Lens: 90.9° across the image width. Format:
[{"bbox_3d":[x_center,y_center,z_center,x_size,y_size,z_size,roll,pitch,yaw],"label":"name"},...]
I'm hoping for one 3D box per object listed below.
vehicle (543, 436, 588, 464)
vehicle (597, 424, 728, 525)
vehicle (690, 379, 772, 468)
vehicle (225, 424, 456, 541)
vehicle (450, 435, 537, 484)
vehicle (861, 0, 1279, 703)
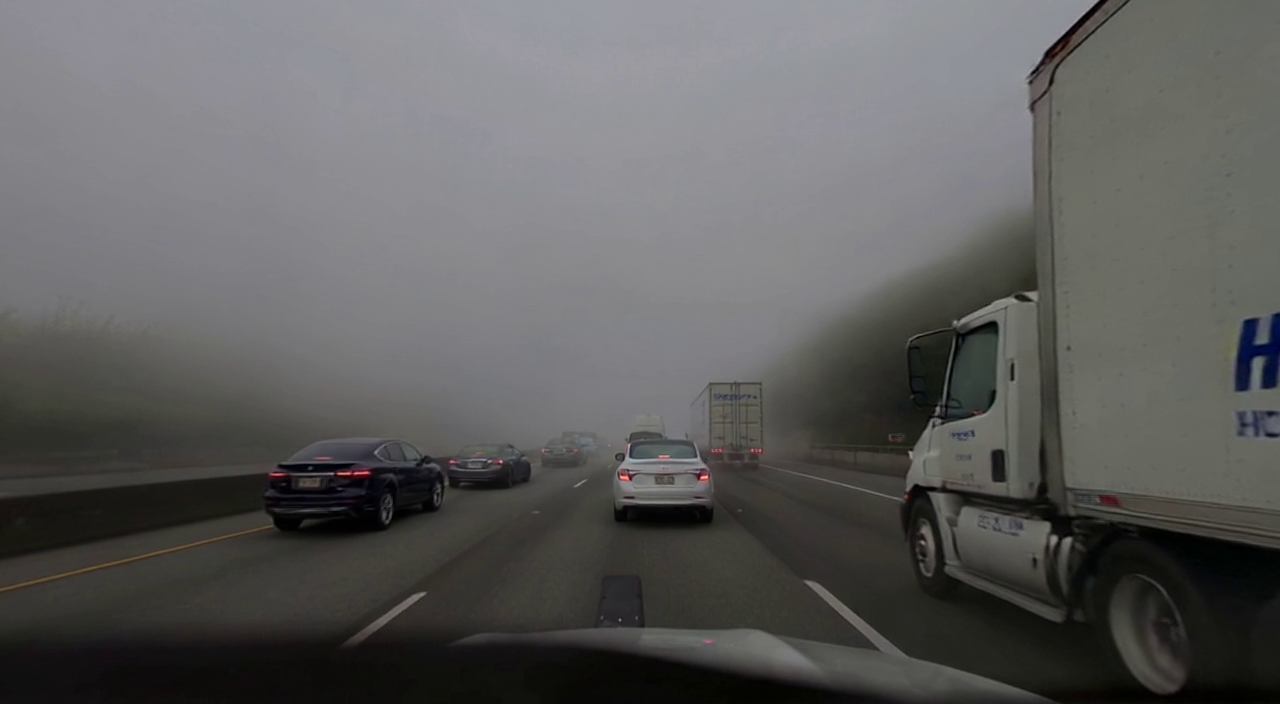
[{"bbox_3d":[-4.186,5.564,36.052,1.887,1.493,4.411,0,-8,1],"label":"vehicle"},{"bbox_3d":[0.350,2.096,11.346,1.973,1.505,3.568,0,-8,0],"label":"vehicle"},{"bbox_3d":[4.773,4.269,36.285,2.892,4.101,14.252,0,-8,1],"label":"vehicle"},{"bbox_3d":[-4.459,1.950,10.111,1.821,1.514,3.677,0,-8,1],"label":"vehicle"},{"bbox_3d":[-4.748,3.525,21.055,1.880,1.458,3.978,0,-8,1],"label":"vehicle"},{"bbox_3d":[4.030,-0.053,4.011,2.982,3.860,6.011,0,-8,0],"label":"vehicle"}]
